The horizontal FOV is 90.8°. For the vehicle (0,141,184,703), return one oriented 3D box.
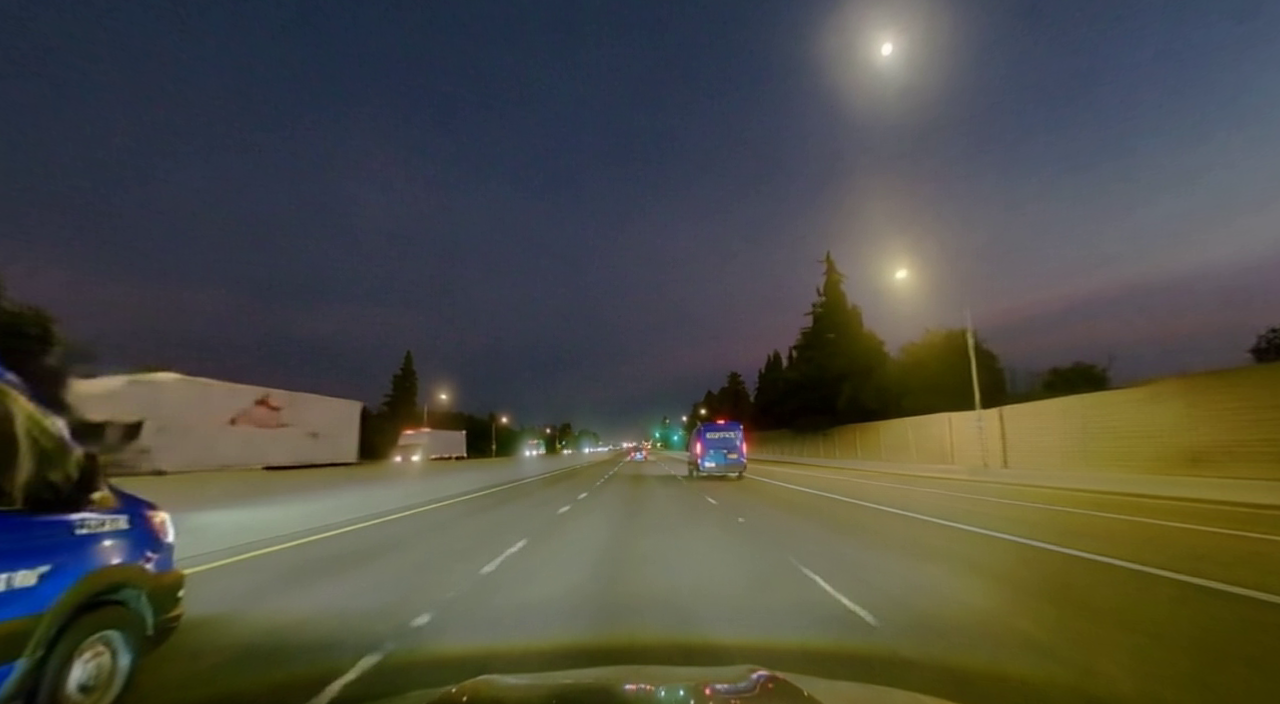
[{"bbox_3d":[-3.740,0.092,0.158,2.409,2.523,6.275,0,-9,1],"label":"vehicle"}]

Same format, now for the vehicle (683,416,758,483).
[{"bbox_3d":[3.303,4.214,27.273,2.373,2.561,5.922,0,-9,-1],"label":"vehicle"}]

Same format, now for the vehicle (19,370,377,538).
[{"bbox_3d":[-16.718,4.284,27.313,3.415,5.033,16.486,0,-9,1],"label":"vehicle"}]
